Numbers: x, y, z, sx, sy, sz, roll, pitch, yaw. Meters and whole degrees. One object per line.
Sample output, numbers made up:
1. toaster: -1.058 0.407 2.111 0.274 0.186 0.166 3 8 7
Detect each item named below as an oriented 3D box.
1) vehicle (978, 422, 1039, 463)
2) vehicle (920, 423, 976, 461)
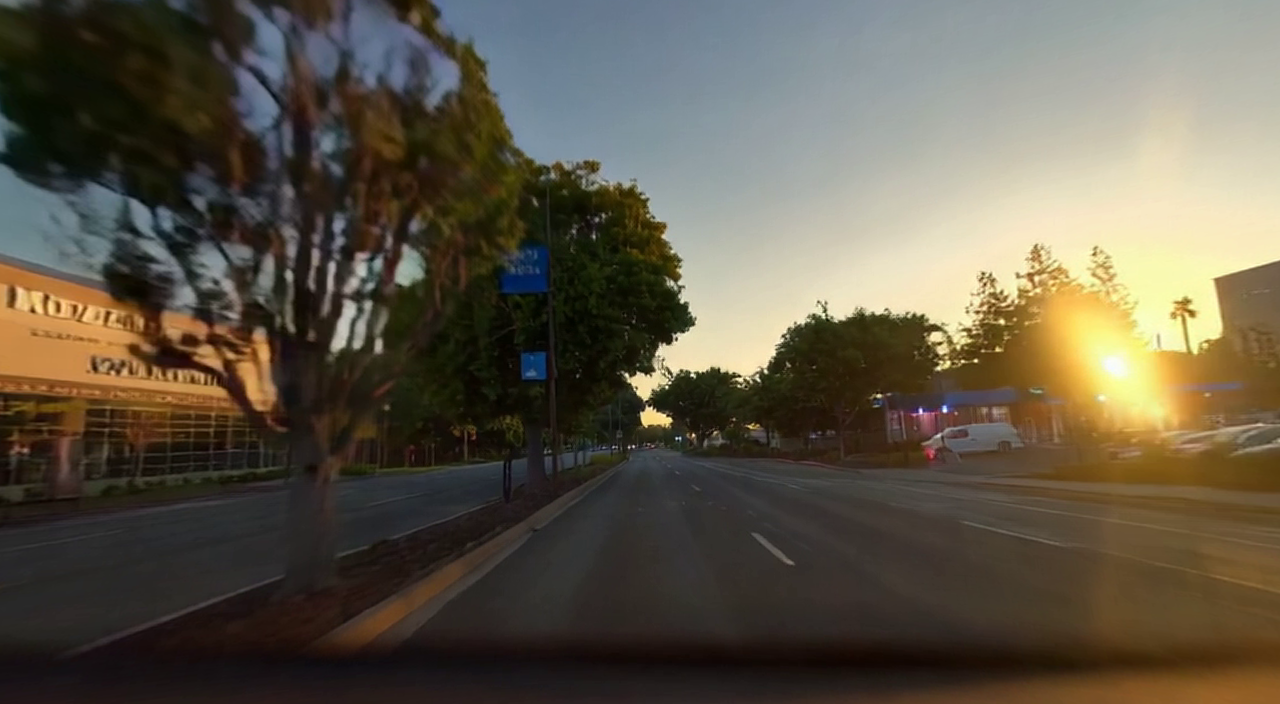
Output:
1. vehicle: 21.828 5.299 37.529 2.240 2.095 5.149 -6 -7 22
2. vehicle: 17.893 5.277 36.861 2.425 2.043 5.455 -4 -9 21
